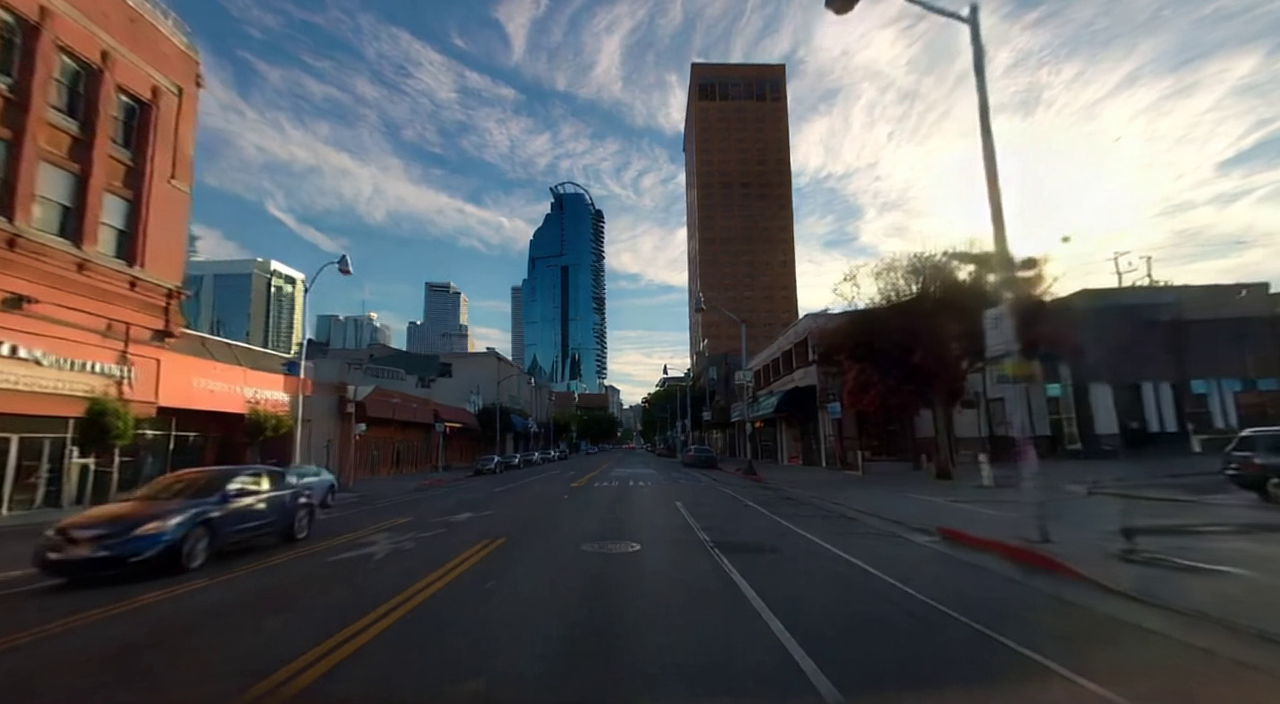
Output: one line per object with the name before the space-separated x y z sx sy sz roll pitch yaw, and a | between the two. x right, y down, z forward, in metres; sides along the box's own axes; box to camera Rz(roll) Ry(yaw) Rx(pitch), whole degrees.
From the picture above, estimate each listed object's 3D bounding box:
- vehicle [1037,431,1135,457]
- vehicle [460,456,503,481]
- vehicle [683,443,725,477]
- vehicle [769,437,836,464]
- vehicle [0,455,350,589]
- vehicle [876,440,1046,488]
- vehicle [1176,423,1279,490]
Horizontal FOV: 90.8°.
vehicle | 27.071 5.591 38.428 4.472 1.500 1.837 -1 -8 2
vehicle | -11.212 8.258 45.042 2.018 1.553 4.407 0 -8 -1
vehicle | 3.642 6.269 37.006 2.118 1.779 5.121 -1 -8 2
vehicle | 12.614 7.655 49.160 4.629 1.706 1.915 -3 -6 -1
vehicle | -6.547 2.373 9.764 1.962 1.475 4.580 0 -8 0
vehicle | 10.644 3.716 21.196 4.611 1.494 1.982 0 -9 -4
vehicle | 15.907 2.486 15.182 4.301 1.502 1.844 0 -8 0
